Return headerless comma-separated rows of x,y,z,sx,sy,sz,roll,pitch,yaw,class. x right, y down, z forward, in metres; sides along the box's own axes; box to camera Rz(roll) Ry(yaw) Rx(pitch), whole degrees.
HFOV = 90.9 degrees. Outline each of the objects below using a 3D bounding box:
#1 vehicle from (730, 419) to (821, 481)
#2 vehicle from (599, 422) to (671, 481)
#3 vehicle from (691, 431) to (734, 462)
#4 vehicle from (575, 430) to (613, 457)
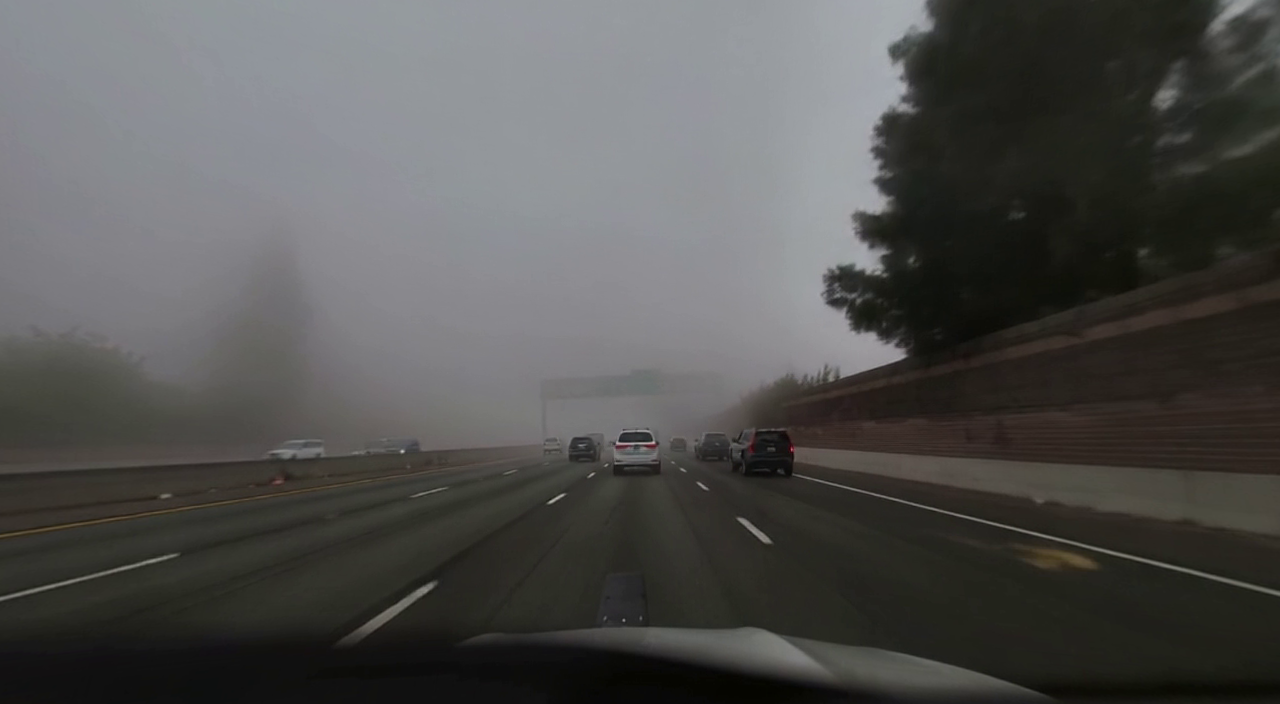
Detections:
4.381,3.275,21.110,2.017,1.847,4.299,0,-9,-1,vehicle
-0.153,3.423,21.771,2.233,1.804,4.273,0,-9,0,vehicle
4.049,5.364,35.822,2.001,1.651,3.916,0,-9,0,vehicle
-3.407,6.985,47.897,2.274,1.896,5.571,0,-9,1,vehicle
